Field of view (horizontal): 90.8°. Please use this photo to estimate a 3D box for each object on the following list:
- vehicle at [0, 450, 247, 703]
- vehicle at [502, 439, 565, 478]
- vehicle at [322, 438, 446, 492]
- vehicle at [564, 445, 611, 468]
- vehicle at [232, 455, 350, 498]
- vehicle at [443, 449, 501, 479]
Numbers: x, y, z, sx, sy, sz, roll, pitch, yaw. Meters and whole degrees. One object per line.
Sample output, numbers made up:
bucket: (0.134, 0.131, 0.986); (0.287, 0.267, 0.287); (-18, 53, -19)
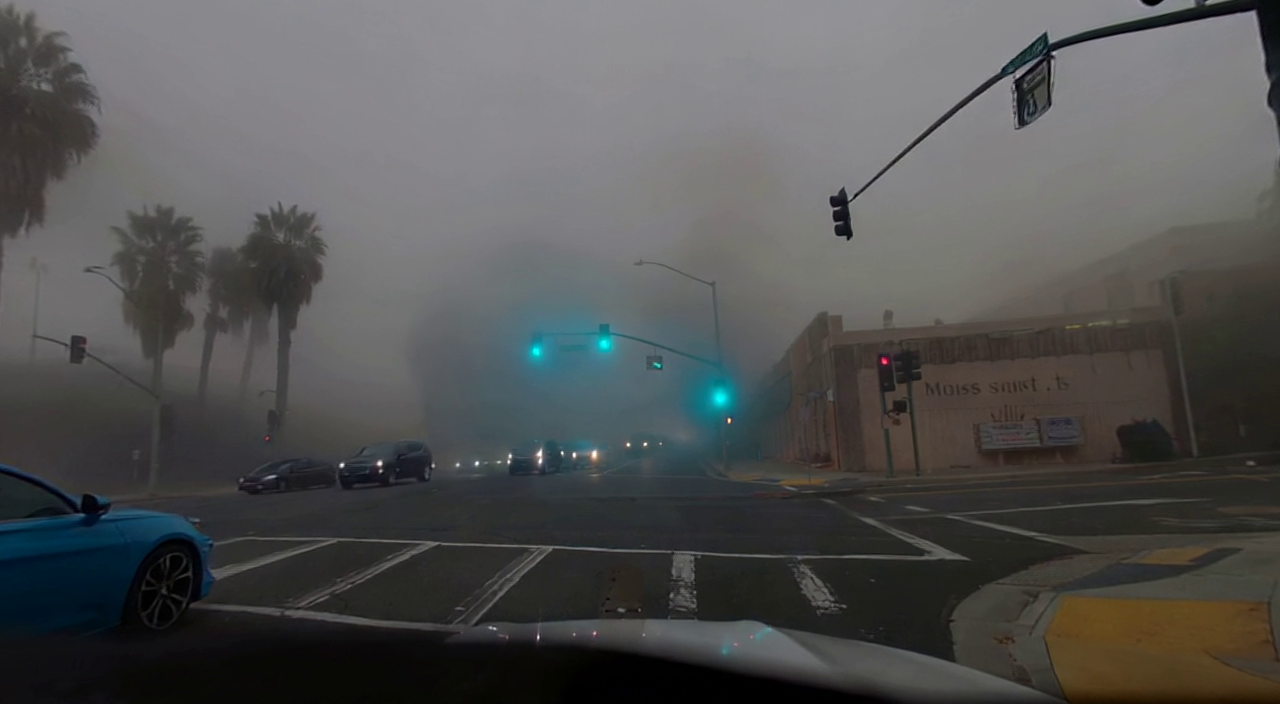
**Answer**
vehicle: (-3.706, 1.025, 2.256); (1.850, 1.325, 4.295); (0, -9, 0)
vehicle: (-5.027, 5.093, 30.538); (2.092, 1.709, 4.775); (0, -9, 2)
vehicle: (-9.573, 4.263, 24.267); (2.152, 1.825, 5.406); (-1, -9, 4)
vehicle: (-3.513, 7.078, 42.935); (1.839, 1.468, 4.549); (-2, -9, 13)
vehicle: (-13.299, 4.748, 24.427); (1.880, 1.440, 4.418); (-1, -9, 3)
vehicle: (-10.988, 7.338, 41.642); (1.870, 1.705, 4.426); (-7, -10, 11)
